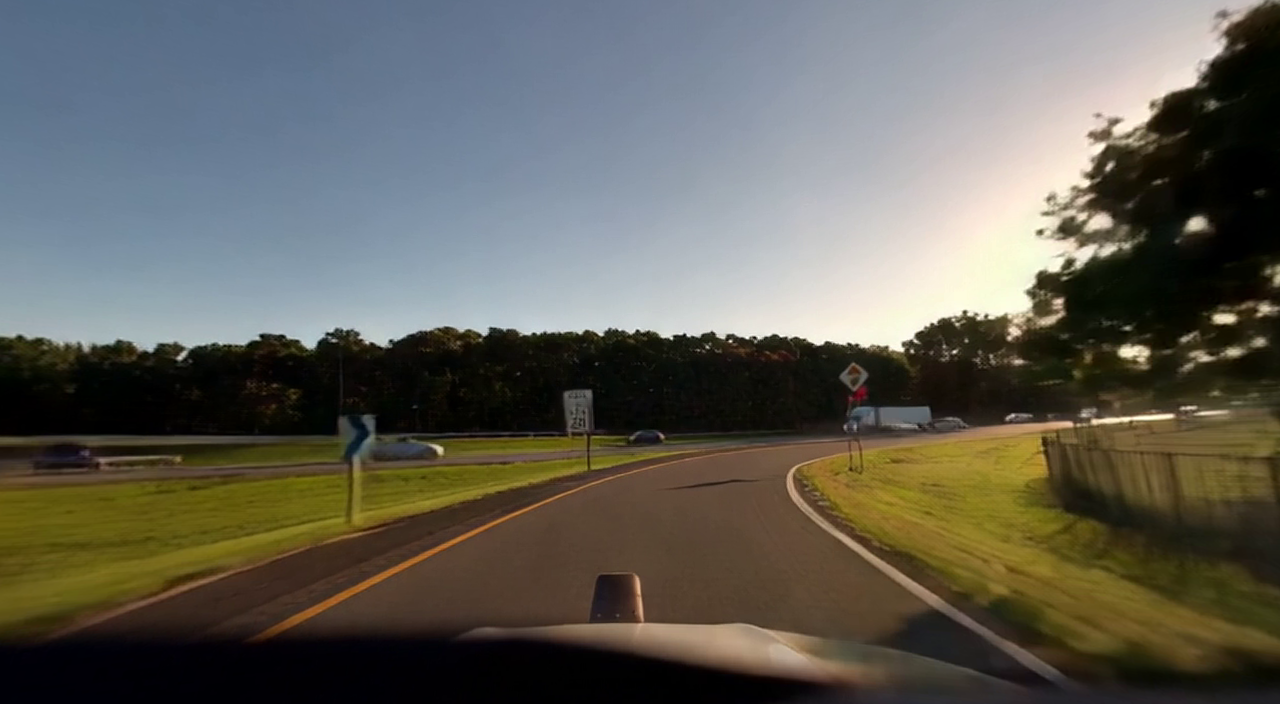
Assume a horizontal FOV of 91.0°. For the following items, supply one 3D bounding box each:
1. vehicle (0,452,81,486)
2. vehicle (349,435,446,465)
[{"bbox_3d":[-30.321,5.628,30.216,4.819,1.496,1.923,4,-9,-30],"label":"vehicle"},{"bbox_3d":[-13.827,5.543,35.927,4.843,1.579,2.135,4,-9,-30],"label":"vehicle"}]
